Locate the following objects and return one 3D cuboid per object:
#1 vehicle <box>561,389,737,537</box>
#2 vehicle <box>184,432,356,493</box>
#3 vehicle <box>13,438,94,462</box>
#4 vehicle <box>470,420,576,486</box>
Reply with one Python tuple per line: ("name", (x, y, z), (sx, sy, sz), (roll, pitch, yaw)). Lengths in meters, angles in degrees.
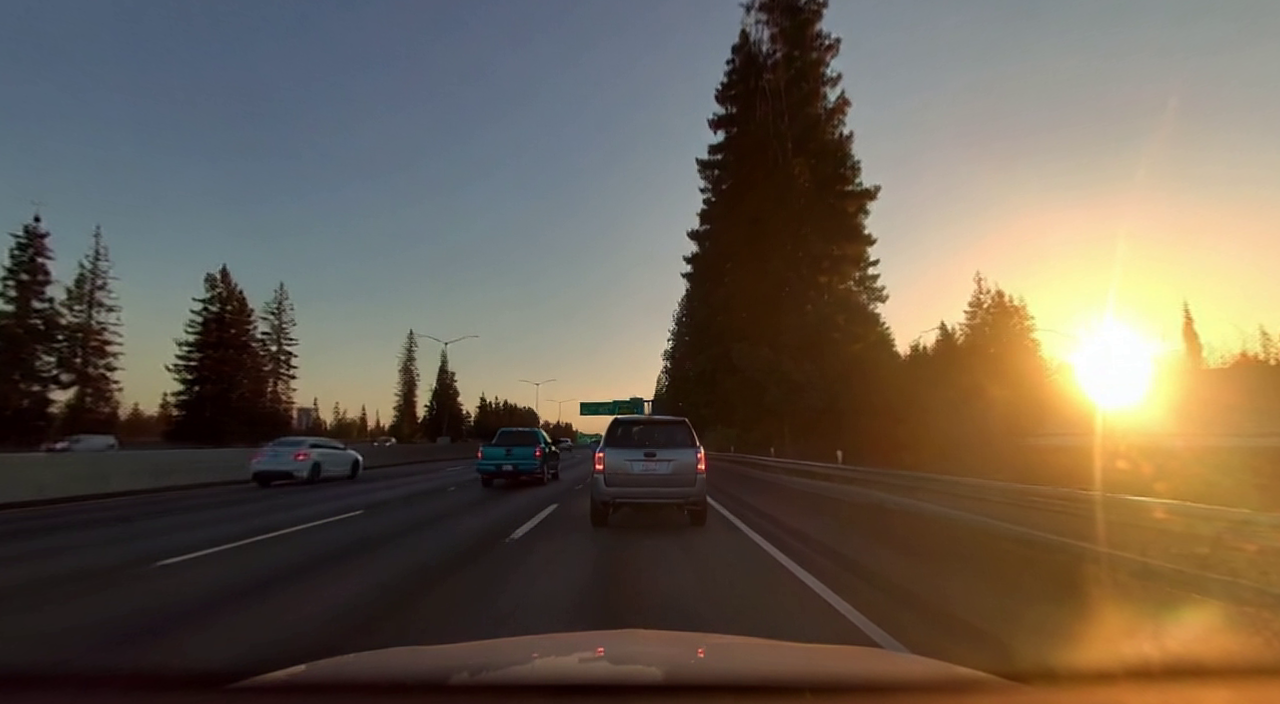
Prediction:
("vehicle", (0.120, 1.867, 11.071), (2.395, 2.013, 4.734), (0, -8, 0))
("vehicle", (-10.393, 3.136, 18.279), (2.002, 1.484, 4.798), (0, -8, 1))
("vehicle", (-34.739, 5.802, 37.437), (1.487, 1.362, 3.342), (-1, -8, 1))
("vehicle", (-3.792, 3.446, 21.738), (2.486, 1.962, 5.525), (-1, -8, 1))
